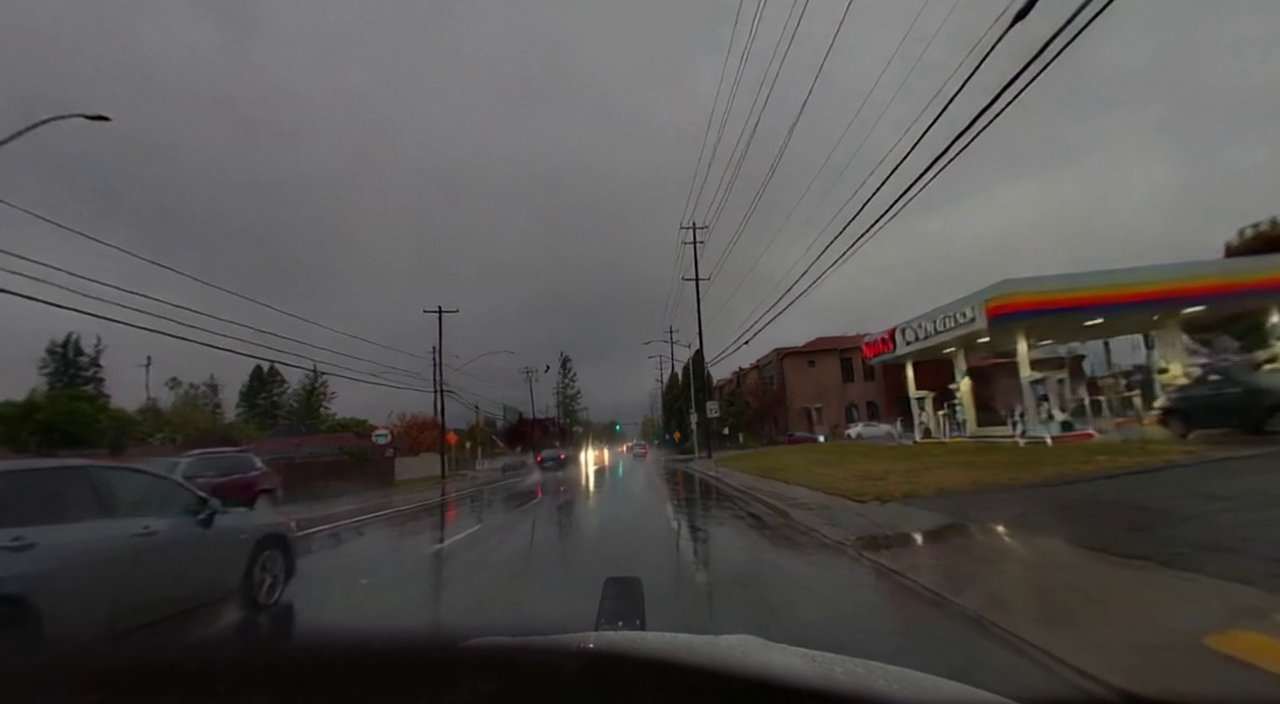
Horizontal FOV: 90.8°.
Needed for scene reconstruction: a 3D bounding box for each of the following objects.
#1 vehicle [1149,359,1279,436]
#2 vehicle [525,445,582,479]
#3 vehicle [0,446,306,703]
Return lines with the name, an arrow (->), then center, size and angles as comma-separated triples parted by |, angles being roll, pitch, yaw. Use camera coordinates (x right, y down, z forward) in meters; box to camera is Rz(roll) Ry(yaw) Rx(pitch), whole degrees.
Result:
vehicle -> 14.272, 1.099, 14.347 | 1.835, 1.549, 4.178 | 0, -8, -2
vehicle -> -3.950, 5.106, 29.577 | 1.943, 1.455, 4.414 | 0, -8, 1
vehicle -> -4.040, 1.288, 3.710 | 1.704, 1.430, 4.587 | 0, -8, -1
